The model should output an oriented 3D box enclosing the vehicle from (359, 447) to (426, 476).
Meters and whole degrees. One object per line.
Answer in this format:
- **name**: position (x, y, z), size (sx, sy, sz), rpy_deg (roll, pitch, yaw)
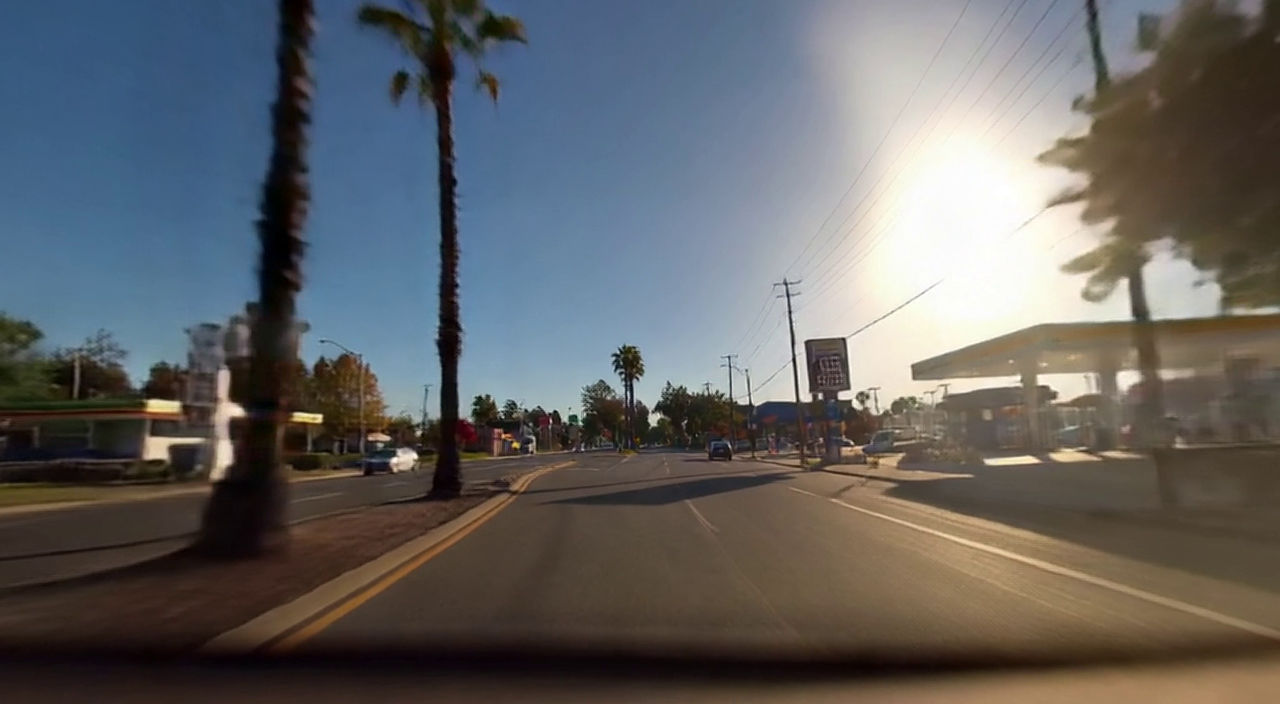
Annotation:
- **vehicle**: position (-14.023, 6.209, 36.125), size (1.924, 1.528, 4.416), rpy_deg (0, -8, 1)
